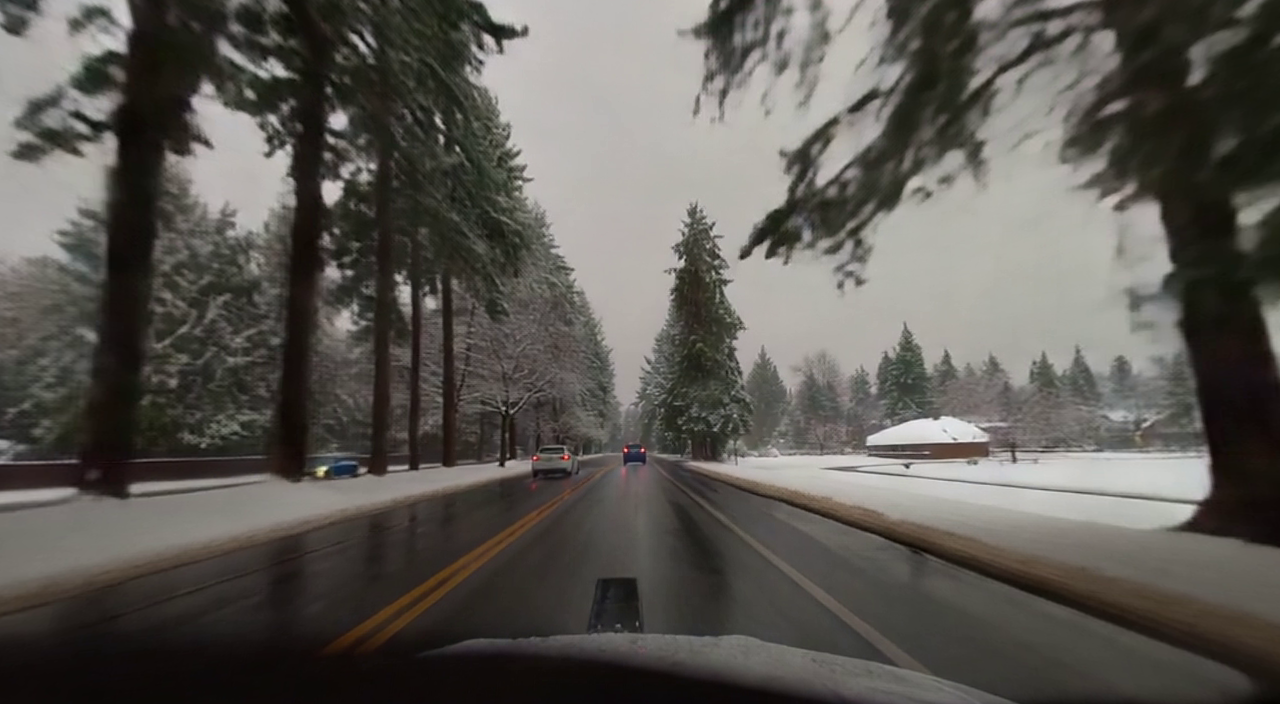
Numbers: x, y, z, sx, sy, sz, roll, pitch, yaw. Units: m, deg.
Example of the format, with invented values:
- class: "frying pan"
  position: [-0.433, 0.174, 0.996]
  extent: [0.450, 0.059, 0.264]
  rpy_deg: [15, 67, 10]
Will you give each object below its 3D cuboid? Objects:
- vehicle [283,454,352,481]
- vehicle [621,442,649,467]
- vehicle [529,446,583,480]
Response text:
- class: "vehicle"
  position: [-19.977, 7.165, 39.385]
  extent: [1.872, 1.479, 4.643]
  rpy_deg: [0, -8, 0]
- class: "vehicle"
  position: [-0.381, 7.692, 47.709]
  extent: [2.018, 1.769, 3.897]
  rpy_deg: [0, -8, -1]
- class: "vehicle"
  position: [-3.865, 5.143, 29.649]
  extent: [1.917, 1.448, 4.178]
  rpy_deg: [0, -8, 0]
